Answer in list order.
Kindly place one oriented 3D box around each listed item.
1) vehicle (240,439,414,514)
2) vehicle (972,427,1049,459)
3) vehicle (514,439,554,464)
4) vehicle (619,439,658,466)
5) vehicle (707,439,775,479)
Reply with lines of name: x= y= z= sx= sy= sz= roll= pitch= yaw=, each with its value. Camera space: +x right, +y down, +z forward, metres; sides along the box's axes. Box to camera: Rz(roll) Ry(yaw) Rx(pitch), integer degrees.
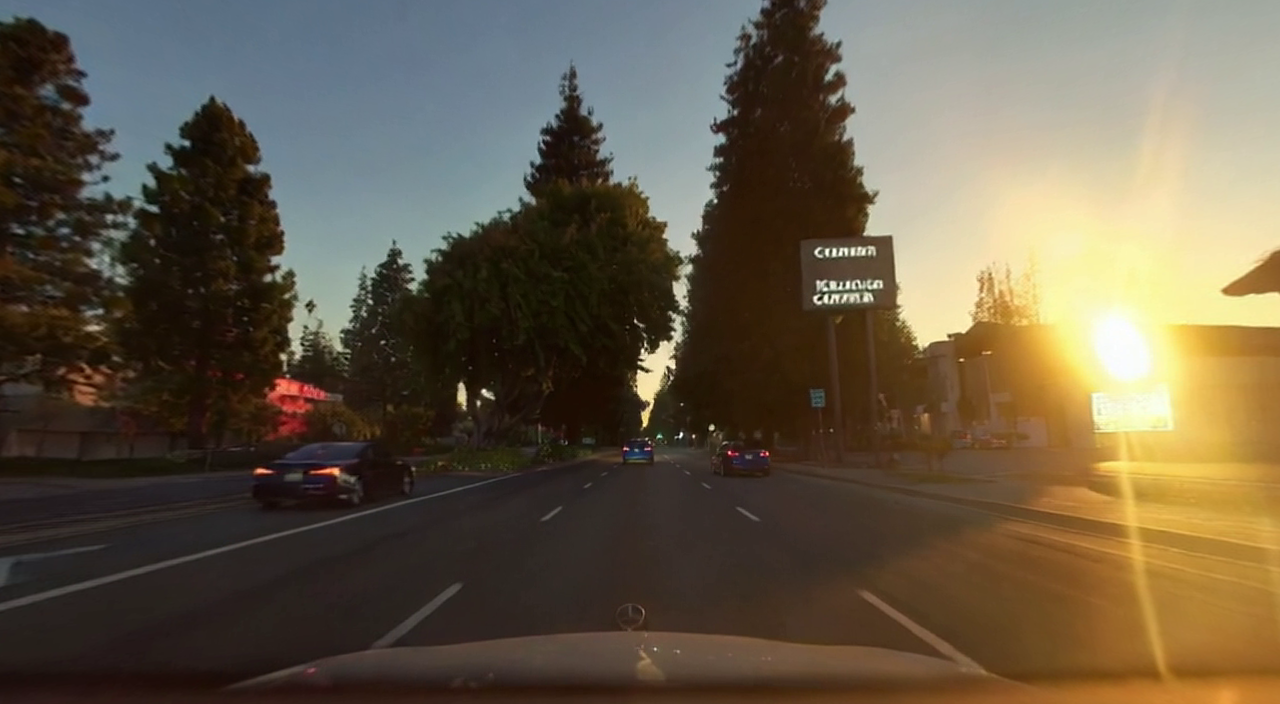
vehicle: x=-6.888 y=2.748 z=14.428 sx=1.993 sy=1.444 sz=3.965 roll=0 pitch=-8 yaw=-1
vehicle: x=26.052 y=6.454 z=44.589 sx=2.244 sy=2.120 sz=5.471 roll=-1 pitch=-8 yaw=1
vehicle: x=-7.397 y=6.853 z=43.516 sx=2.127 sy=1.562 sz=4.402 roll=2 pitch=-9 yaw=-17
vehicle: x=-0.036 y=6.061 z=38.193 sx=2.001 sy=1.504 sz=4.212 roll=-1 pitch=-8 yaw=5
vehicle: x=4.017 y=4.321 z=25.761 sx=1.977 sy=1.474 sz=4.399 roll=0 pitch=-8 yaw=-1
